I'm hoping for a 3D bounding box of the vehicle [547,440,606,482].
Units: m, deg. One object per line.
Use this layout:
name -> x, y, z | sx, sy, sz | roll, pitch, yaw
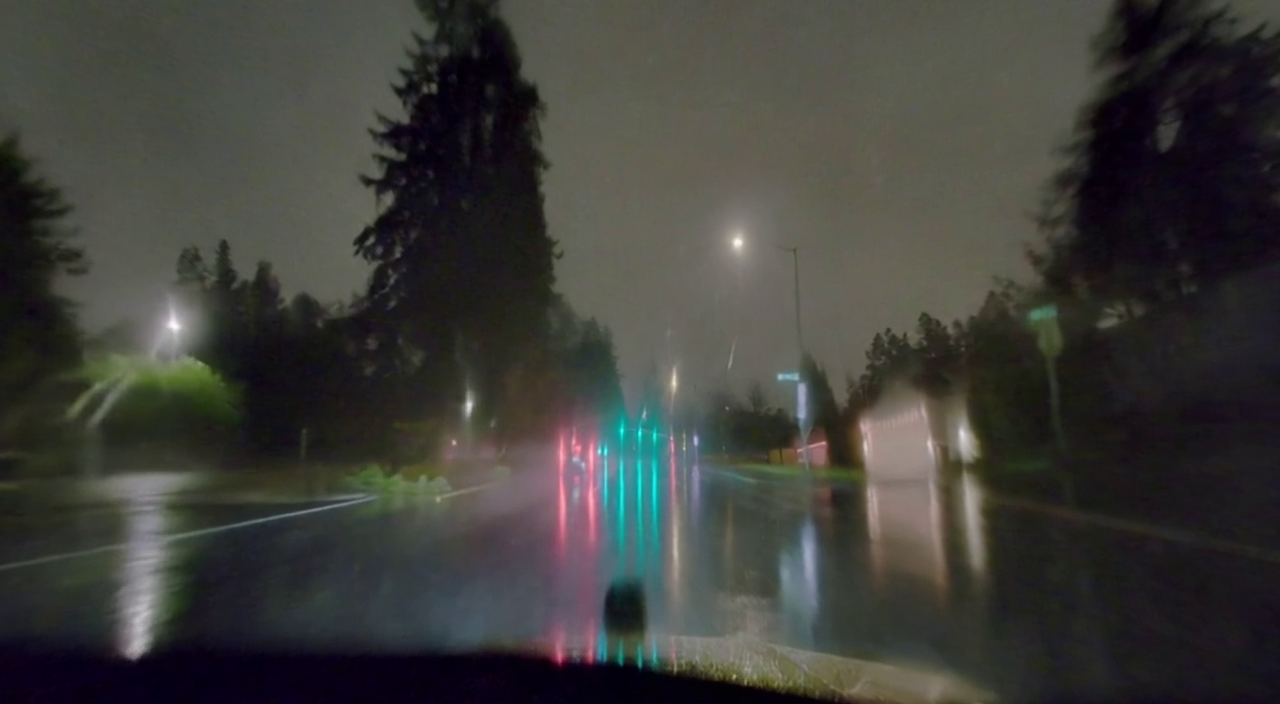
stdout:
vehicle -> -2.666, 4.675, 27.371 | 2.016, 1.694, 4.335 | 0, -8, 1
